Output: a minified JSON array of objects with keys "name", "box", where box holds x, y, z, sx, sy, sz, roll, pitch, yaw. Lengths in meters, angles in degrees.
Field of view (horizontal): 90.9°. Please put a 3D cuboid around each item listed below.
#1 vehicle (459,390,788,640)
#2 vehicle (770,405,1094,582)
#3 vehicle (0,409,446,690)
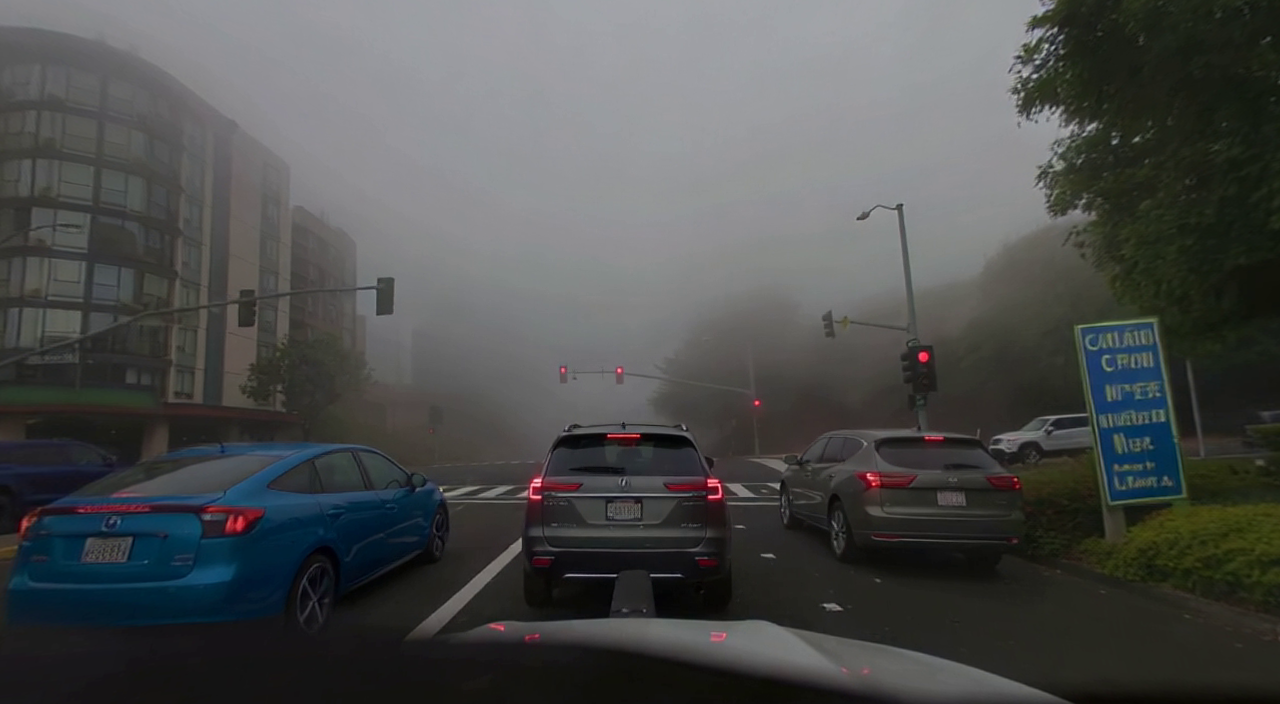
[{"name":"vehicle","box":[-0.130,1.408,6.433,2.195,1.662,4.262,0,-8,-1]},{"name":"vehicle","box":[3.217,1.662,8.251,2.004,1.646,4.554,0,-8,-1]},{"name":"vehicle","box":[-3.548,1.421,5.819,1.906,1.524,4.547,0,-8,2]}]
